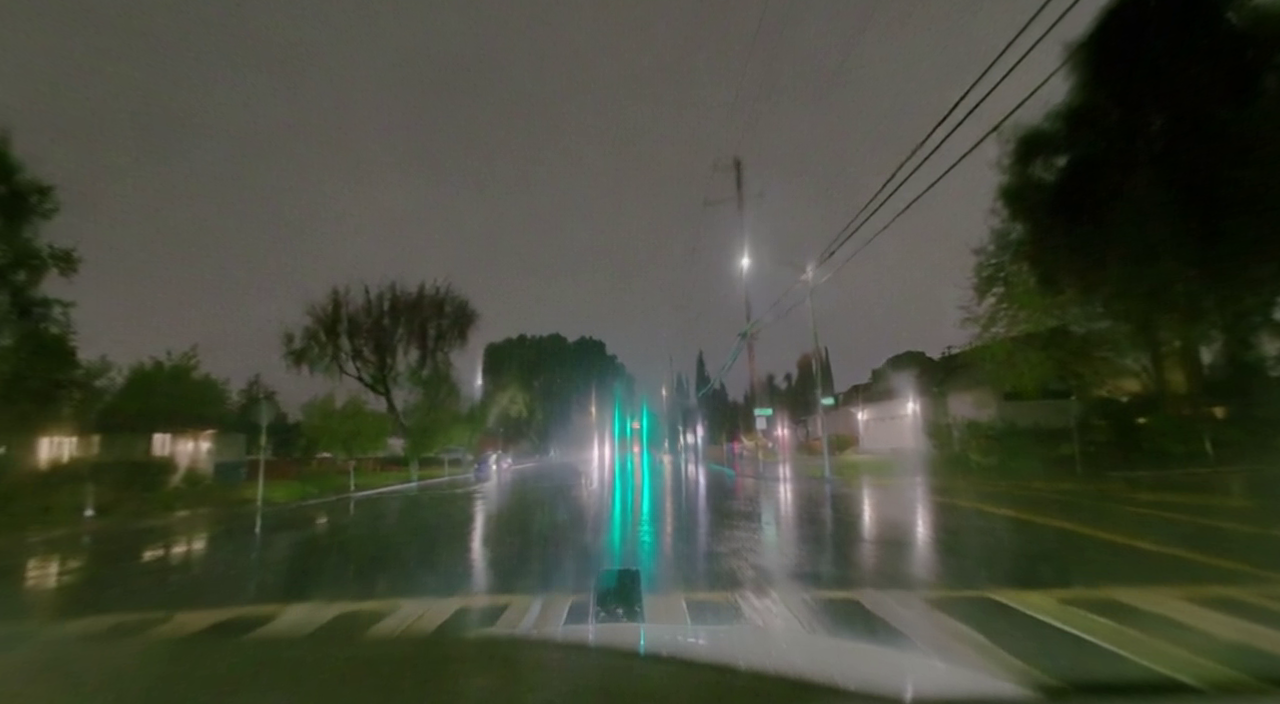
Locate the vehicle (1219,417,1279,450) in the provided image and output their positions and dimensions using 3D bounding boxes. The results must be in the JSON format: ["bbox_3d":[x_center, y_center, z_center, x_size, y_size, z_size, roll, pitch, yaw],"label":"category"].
[{"bbox_3d":[34.305,4.389,33.910,2.031,1.661,4.509,0,-8,-3],"label":"vehicle"}]

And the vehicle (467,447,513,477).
[{"bbox_3d":[-10.823,7.920,45.840,2.024,1.795,5.054,-6,-8,-1],"label":"vehicle"}]
